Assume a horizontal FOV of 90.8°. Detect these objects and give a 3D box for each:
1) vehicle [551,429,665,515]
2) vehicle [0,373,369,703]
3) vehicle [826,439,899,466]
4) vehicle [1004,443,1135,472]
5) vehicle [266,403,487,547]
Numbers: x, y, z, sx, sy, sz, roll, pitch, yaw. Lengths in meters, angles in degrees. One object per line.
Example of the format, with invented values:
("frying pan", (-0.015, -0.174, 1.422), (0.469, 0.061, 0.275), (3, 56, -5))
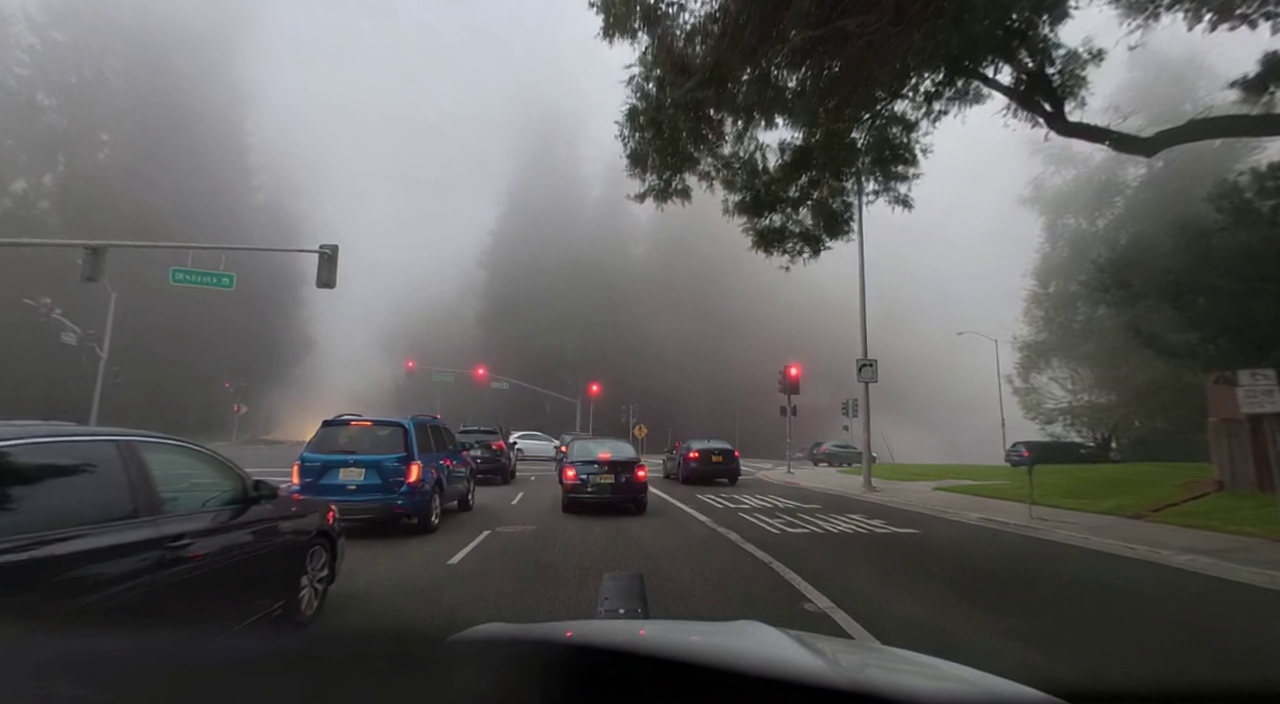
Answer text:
("vehicle", (-0.808, 2.433, 13.364), (2.001, 1.483, 4.442), (1, -9, -6))
("vehicle", (-3.186, 0.946, 2.800), (2.105, 1.510, 4.643), (0, -8, -3))
("vehicle", (15.709, 7.118, 44.747), (4.394, 1.802, 1.924), (1, -9, -8))
("vehicle", (31.778, 7.817, 46.964), (7.585, 1.987, 3.158), (0, -8, -3))
("vehicle", (-3.752, 1.830, 9.992), (1.924, 1.737, 4.387), (1, -9, -5))
